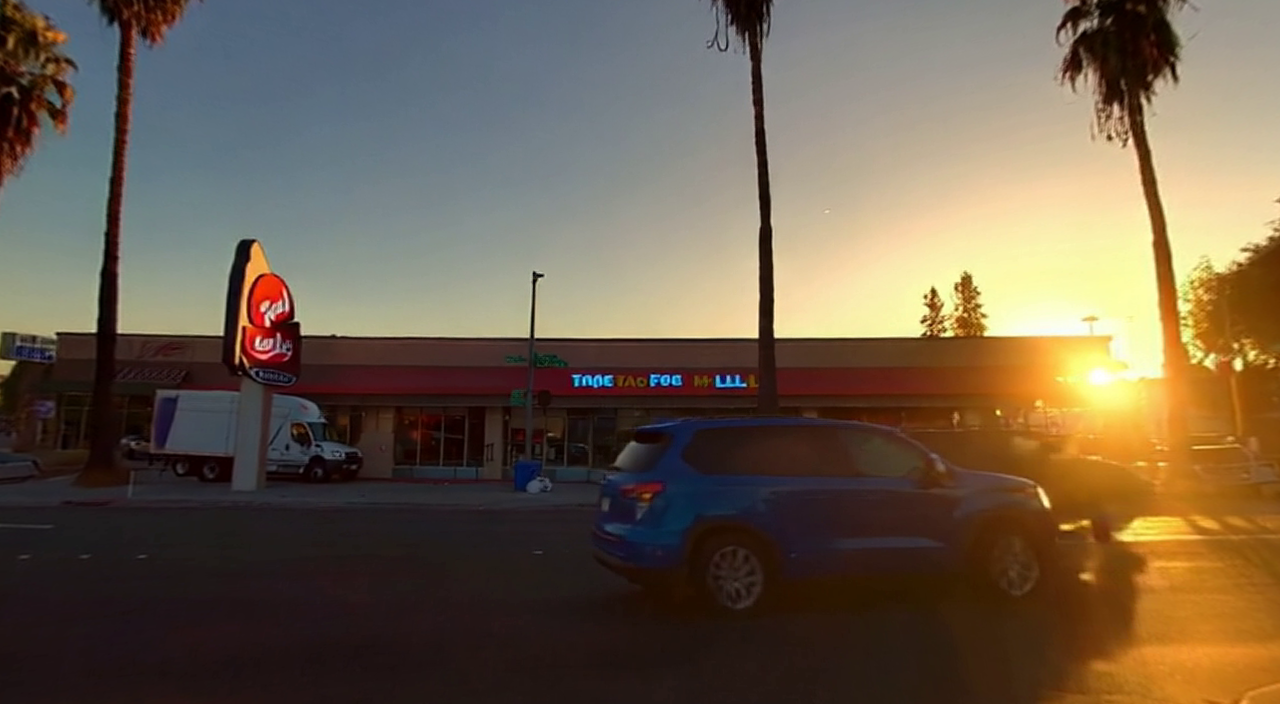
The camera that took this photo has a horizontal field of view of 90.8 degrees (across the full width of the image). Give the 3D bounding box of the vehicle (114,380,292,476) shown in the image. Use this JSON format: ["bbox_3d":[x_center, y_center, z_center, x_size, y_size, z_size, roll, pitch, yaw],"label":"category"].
[{"bbox_3d":[-19.979,3.679,29.739,3.034,3.929,7.699,0,-9,-3],"label":"vehicle"}]

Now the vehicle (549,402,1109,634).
[{"bbox_3d":[1.461,1.436,6.088,4.493,1.728,2.137,1,-9,-5],"label":"vehicle"}]
